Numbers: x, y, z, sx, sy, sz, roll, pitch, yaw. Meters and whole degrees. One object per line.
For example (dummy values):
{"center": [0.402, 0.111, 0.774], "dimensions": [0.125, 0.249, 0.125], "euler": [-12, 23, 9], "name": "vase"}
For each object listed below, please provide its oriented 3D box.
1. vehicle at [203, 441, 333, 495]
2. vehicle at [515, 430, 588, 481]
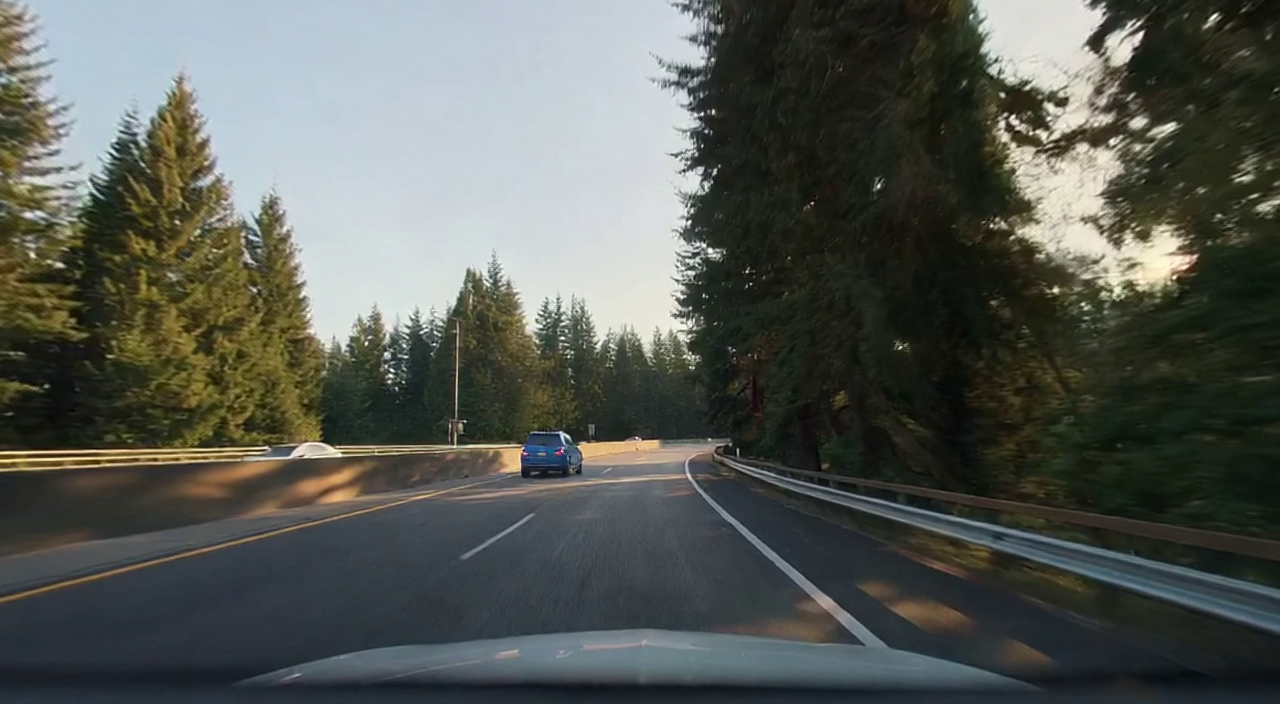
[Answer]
{"center": [-13.053, 4.062, 22.488], "dimensions": [1.954, 1.700, 4.211], "euler": [-1, -8, 2], "name": "vehicle"}
{"center": [-3.281, 3.952, 24.316], "dimensions": [2.005, 1.752, 4.479], "euler": [-1, -8, 2], "name": "vehicle"}
